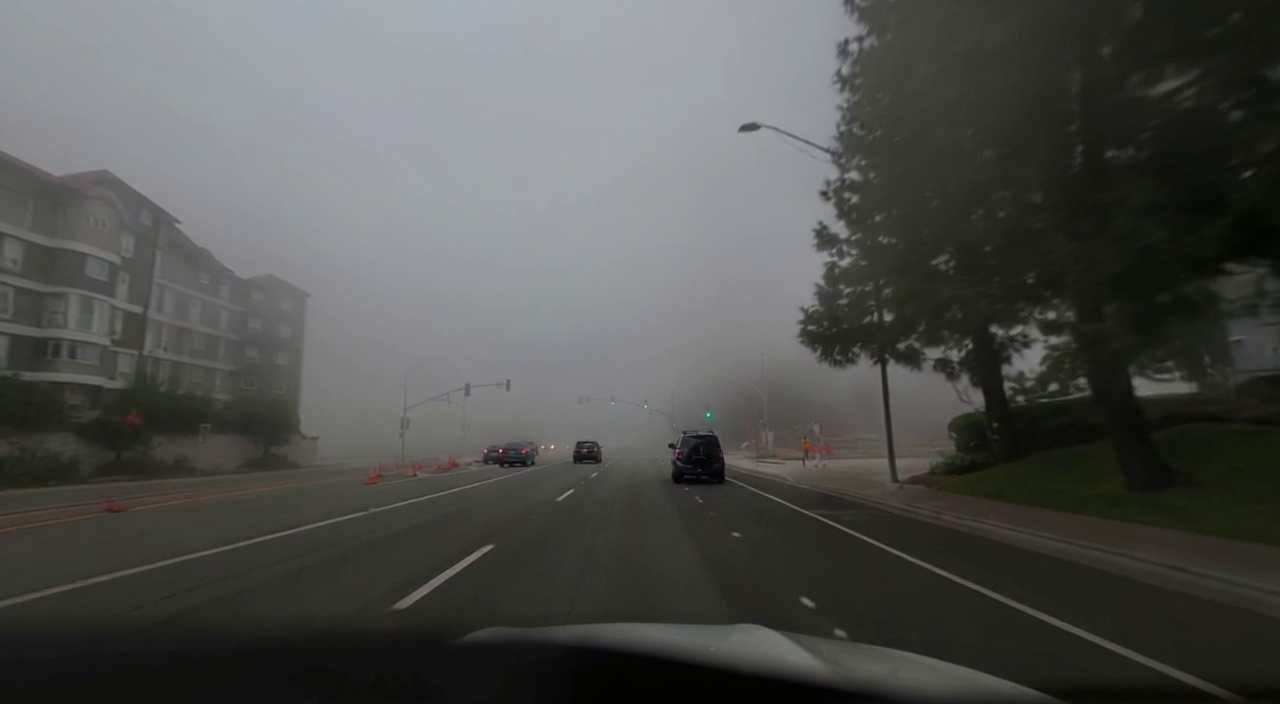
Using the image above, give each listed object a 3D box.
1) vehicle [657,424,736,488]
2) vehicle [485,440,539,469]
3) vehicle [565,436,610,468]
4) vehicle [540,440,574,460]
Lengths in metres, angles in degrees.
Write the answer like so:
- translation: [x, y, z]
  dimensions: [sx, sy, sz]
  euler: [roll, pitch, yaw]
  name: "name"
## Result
- translation: [1.672, 3.313, 20.389]
  dimensions: [2.197, 1.835, 4.316]
  euler: [0, -9, 1]
  name: "vehicle"
- translation: [-7.012, 5.664, 35.184]
  dimensions: [1.928, 1.488, 4.635]
  euler: [0, -9, 2]
  name: "vehicle"
- translation: [-2.904, 5.608, 35.567]
  dimensions: [2.121, 1.654, 3.993]
  euler: [0, -9, 1]
  name: "vehicle"
- translation: [-6.468, 7.707, 49.578]
  dimensions: [1.993, 1.492, 3.666]
  euler: [0, -9, 2]
  name: "vehicle"
